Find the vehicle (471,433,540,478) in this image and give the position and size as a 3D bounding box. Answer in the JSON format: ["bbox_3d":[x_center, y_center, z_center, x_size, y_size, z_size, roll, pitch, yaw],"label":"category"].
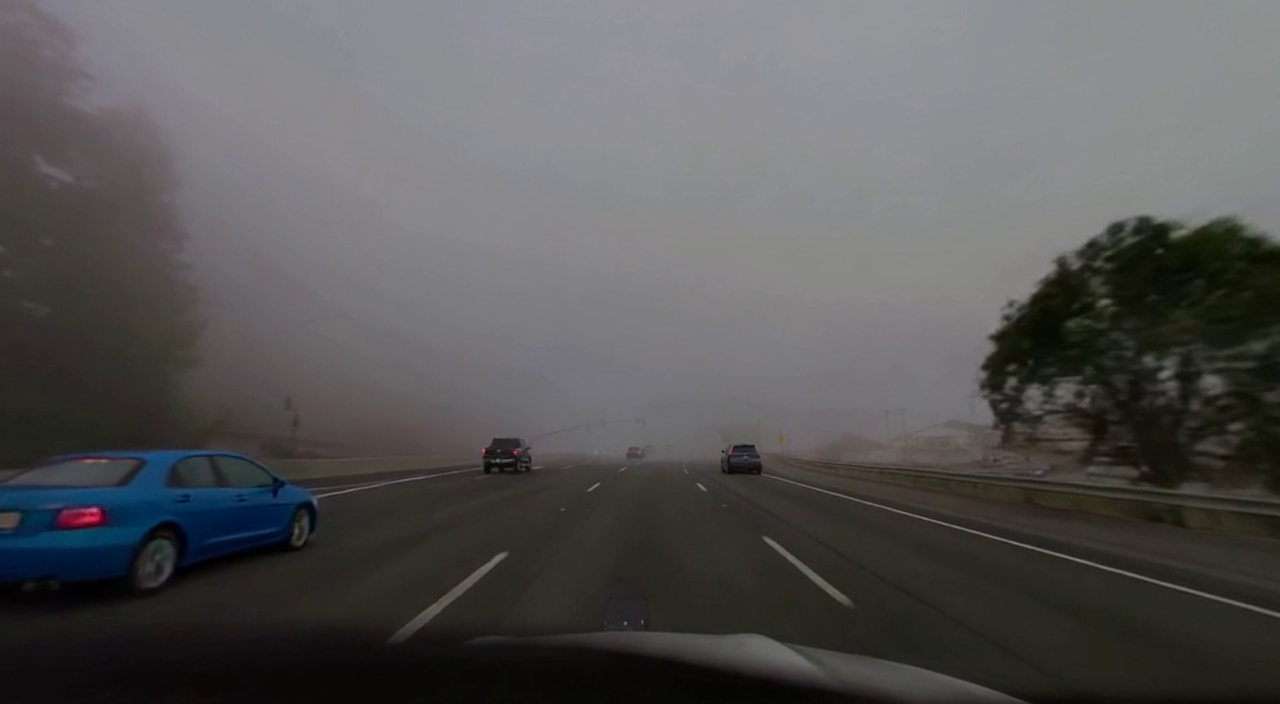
[{"bbox_3d":[-5.877,4.586,28.149,2.122,1.847,4.696,0,-8,-2],"label":"vehicle"}]

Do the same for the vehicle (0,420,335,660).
[{"bbox_3d":[-5.002,1.494,6.167,1.948,1.475,4.461,0,-8,-2],"label":"vehicle"}]

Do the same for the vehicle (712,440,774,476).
[{"bbox_3d":[4.492,4.696,28.242,2.100,1.472,4.533,0,-8,1],"label":"vehicle"}]
